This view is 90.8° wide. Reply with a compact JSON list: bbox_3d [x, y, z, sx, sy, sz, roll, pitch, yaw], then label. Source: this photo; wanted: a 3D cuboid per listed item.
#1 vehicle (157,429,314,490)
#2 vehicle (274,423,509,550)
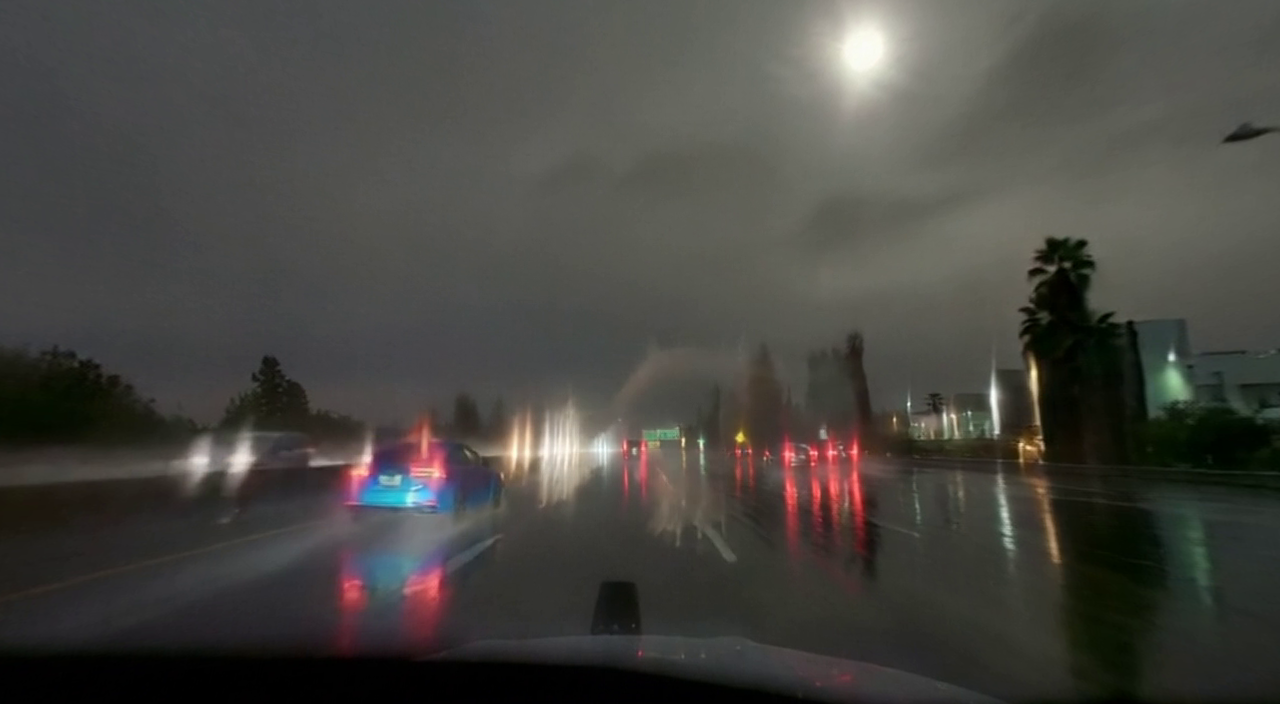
[{"bbox_3d":[-13.647,3.665,21.805,2.244,1.862,4.774,0,-8,0],"label":"vehicle"},{"bbox_3d":[-3.679,2.070,10.480,1.996,1.617,4.637,0,-8,0],"label":"vehicle"}]
